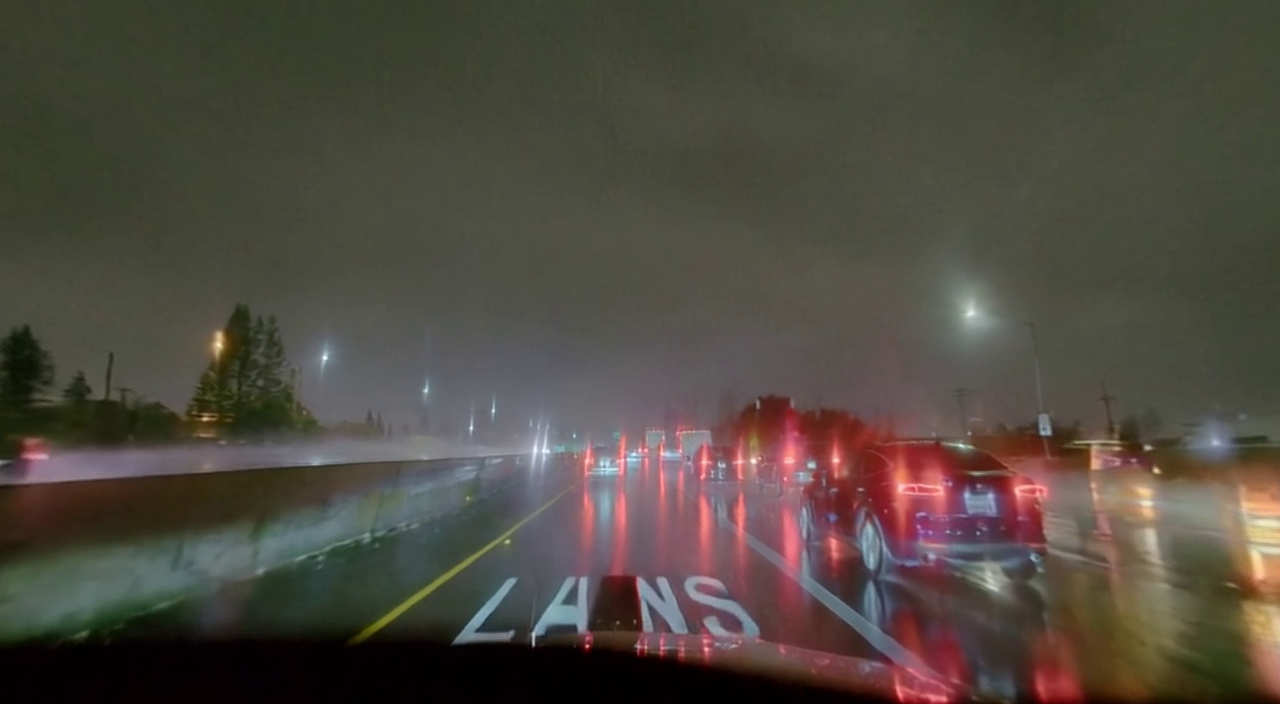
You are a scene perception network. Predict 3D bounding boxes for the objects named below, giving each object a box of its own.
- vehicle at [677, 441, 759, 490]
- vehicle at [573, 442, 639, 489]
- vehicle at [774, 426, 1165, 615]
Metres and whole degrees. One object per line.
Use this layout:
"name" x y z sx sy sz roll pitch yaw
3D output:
"vehicle" 2.545 3.842 21.739 2.042 1.460 4.451 0 -9 -3
"vehicle" -1.123 3.885 21.915 2.069 1.470 4.004 0 -9 -2
"vehicle" 3.061 1.652 7.165 1.996 1.455 4.281 0 -9 -2
